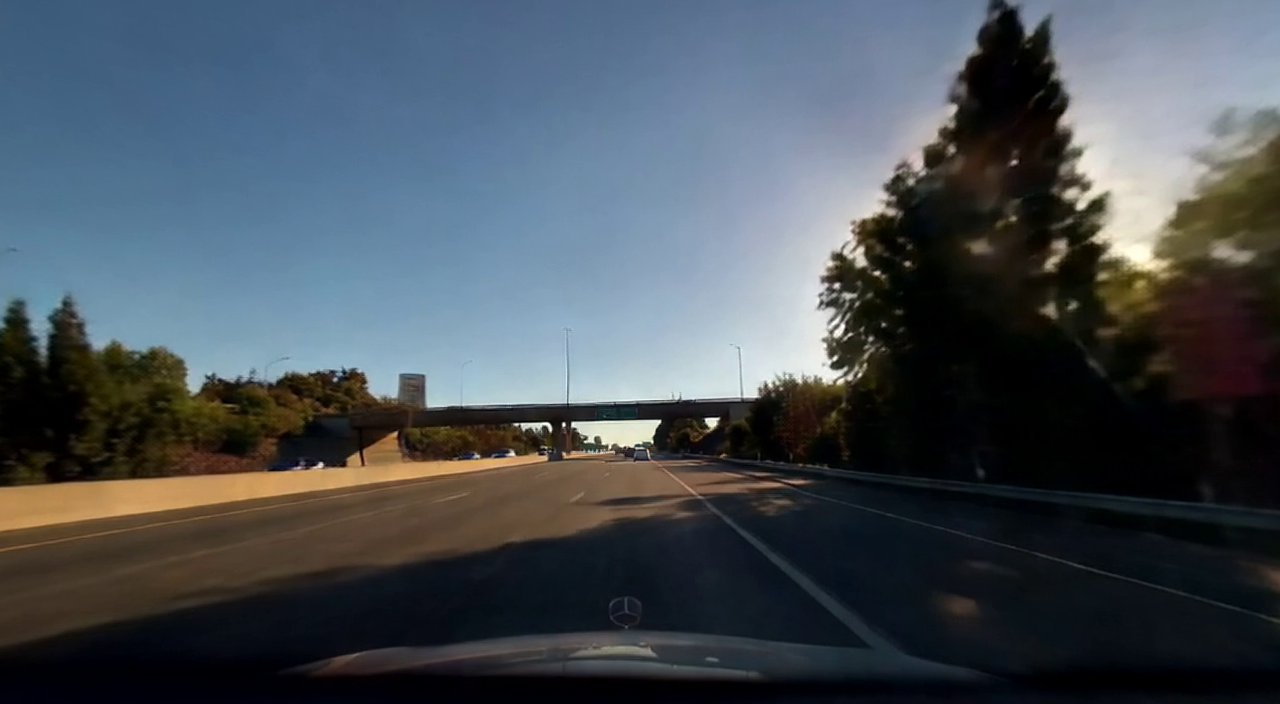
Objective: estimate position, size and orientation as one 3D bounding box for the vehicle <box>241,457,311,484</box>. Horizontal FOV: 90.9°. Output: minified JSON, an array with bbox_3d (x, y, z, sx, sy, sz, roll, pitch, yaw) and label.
[{"bbox_3d":[-23.238,7.580,40.424,1.782,1.561,4.513,0,-9,0],"label":"vehicle"}]
